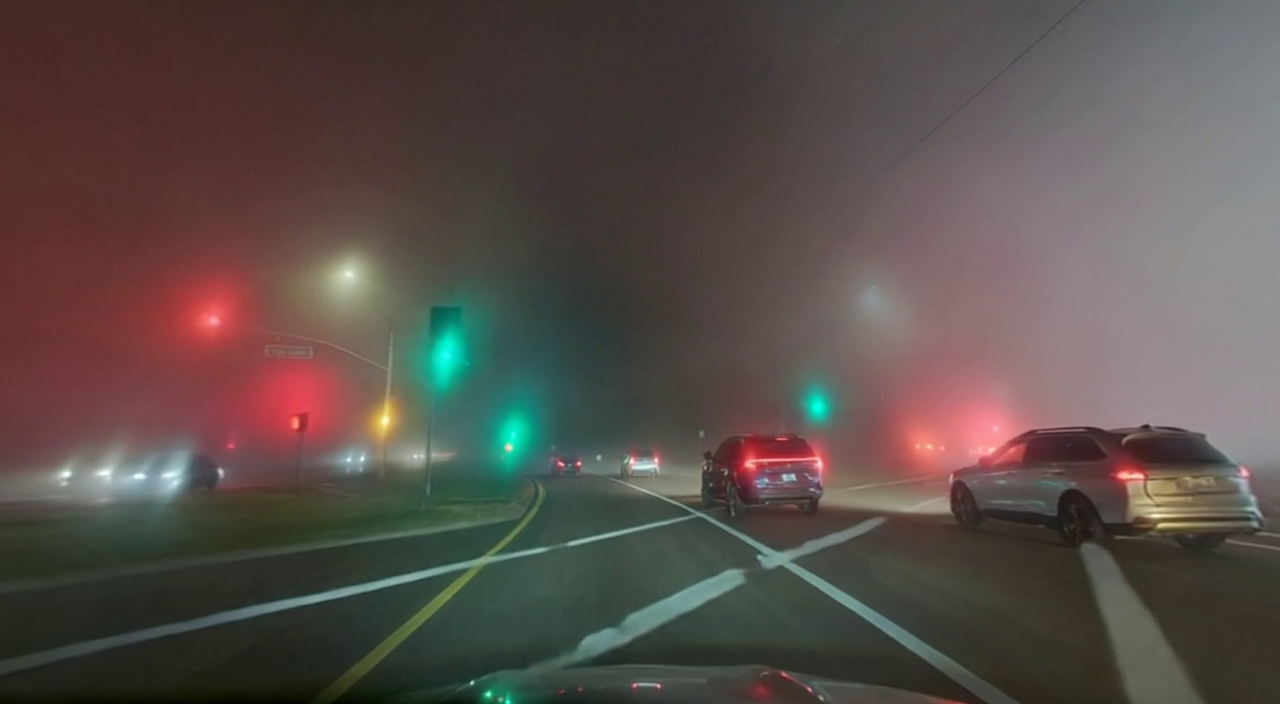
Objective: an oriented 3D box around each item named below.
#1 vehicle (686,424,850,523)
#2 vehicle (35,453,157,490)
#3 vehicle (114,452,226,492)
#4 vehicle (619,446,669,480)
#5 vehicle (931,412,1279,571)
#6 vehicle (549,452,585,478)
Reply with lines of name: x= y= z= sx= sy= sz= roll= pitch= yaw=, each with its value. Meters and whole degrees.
vehicle: x=2.521 y=2.553 z=13.883 sx=2.184 sy=1.777 sz=4.712 roll=1 pitch=-8 yaw=-6
vehicle: x=-25.049 y=5.486 z=29.265 sx=2.009 sy=1.525 sz=4.346 roll=1 pitch=-8 yaw=-5
vehicle: x=-20.932 y=5.314 z=28.362 sx=1.871 sy=1.581 sz=4.635 roll=1 pitch=-8 yaw=-6
vehicle: x=0.133 y=5.720 z=32.896 sx=2.012 sy=1.612 sz=4.114 roll=2 pitch=-8 yaw=-9
vehicle: x=6.072 y=1.740 z=8.657 sx=1.881 sy=1.604 sz=4.289 roll=1 pitch=-8 yaw=-3
vehicle: x=-4.733 y=7.205 z=40.457 sx=2.107 sy=1.527 sz=4.174 roll=1 pitch=-8 yaw=-8
